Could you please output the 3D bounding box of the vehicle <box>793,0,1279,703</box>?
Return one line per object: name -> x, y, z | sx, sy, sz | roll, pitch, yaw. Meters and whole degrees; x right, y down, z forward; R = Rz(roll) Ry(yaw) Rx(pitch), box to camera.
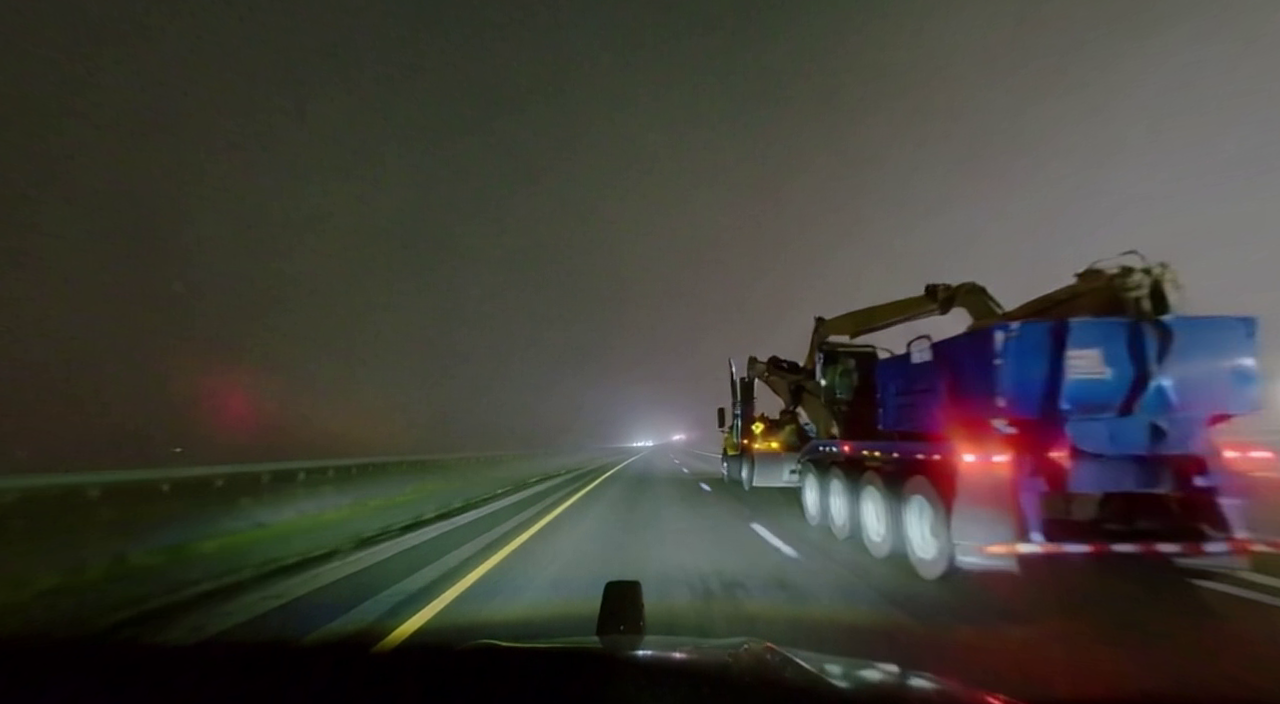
vehicle -> 3.944, 0.089, 6.170 | 3.279, 3.956, 6.541 | 0, -8, 1
